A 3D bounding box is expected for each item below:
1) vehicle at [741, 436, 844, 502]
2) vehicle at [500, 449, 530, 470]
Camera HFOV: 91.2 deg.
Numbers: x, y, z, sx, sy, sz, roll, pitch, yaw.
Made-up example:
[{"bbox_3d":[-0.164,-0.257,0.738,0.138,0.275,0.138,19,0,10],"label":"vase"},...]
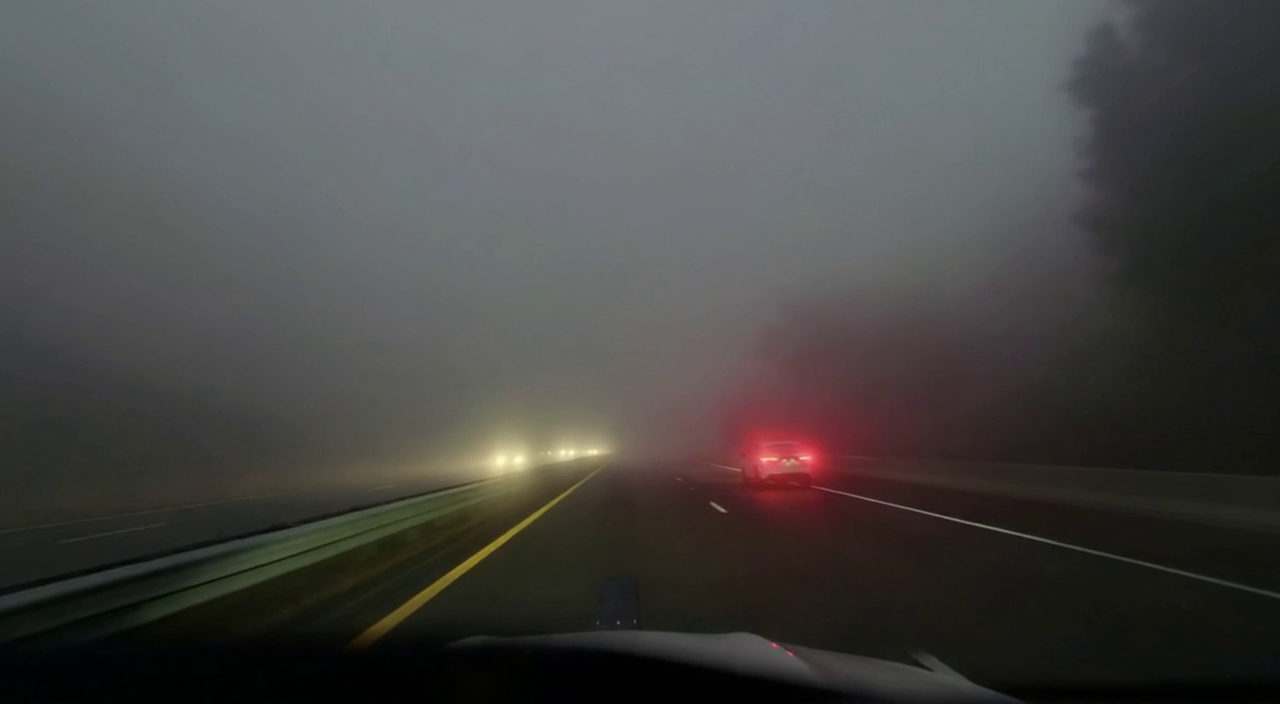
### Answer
[{"bbox_3d":[4.033,3.158,17.282,2.001,1.555,4.098,-1,-9,3],"label":"vehicle"},{"bbox_3d":[-9.620,8.300,48.537,1.956,1.583,4.227,1,-9,-8],"label":"vehicle"}]
